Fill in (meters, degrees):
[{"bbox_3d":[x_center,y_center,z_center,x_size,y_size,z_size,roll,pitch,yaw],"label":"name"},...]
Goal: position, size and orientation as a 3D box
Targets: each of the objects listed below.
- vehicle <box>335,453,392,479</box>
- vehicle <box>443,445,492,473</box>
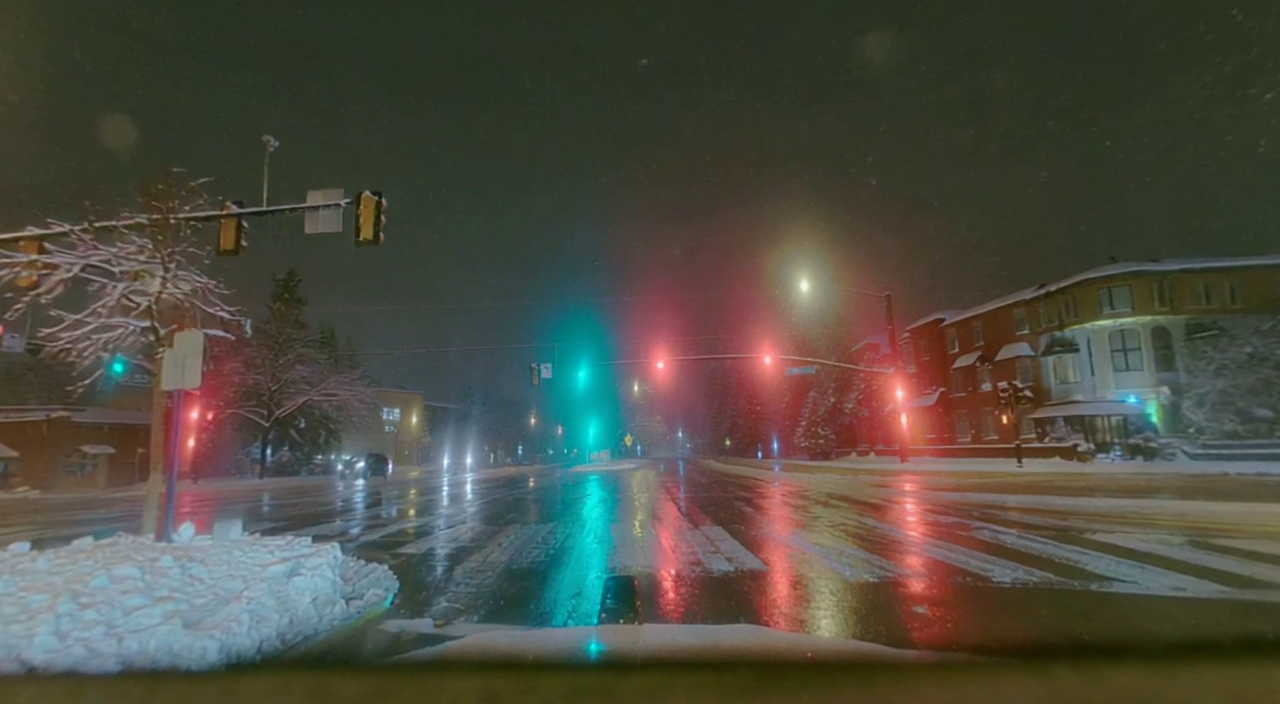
[{"bbox_3d":[-18.853,7.746,43.240,1.933,1.664,4.255,0,-9,1],"label":"vehicle"},{"bbox_3d":[-12.165,7.566,44.819,2.151,1.847,4.634,0,-9,0],"label":"vehicle"}]
